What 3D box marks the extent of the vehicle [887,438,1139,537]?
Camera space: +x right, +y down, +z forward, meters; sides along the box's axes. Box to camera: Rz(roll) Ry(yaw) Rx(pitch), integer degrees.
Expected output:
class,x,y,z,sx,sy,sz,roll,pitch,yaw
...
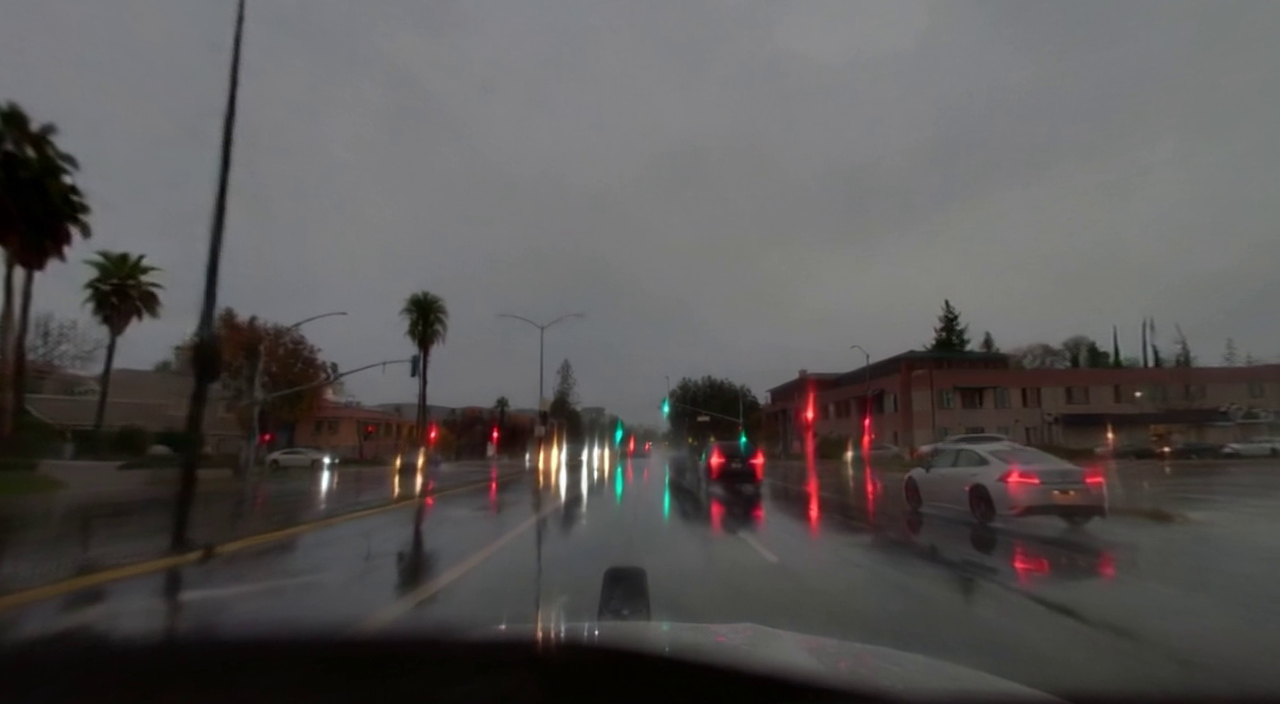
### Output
class,x,y,z,sx,sy,sz,roll,pitch,yaw
vehicle,6.513,2.386,11.802,1.890,1.471,4.566,0,-9,0

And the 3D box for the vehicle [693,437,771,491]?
class,x,y,z,sx,sy,sz,roll,pitch,yaw
vehicle,3.002,3.755,21.533,2.009,1.639,4.267,0,-9,0

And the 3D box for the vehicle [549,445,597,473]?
class,x,y,z,sx,sy,sz,roll,pitch,yaw
vehicle,-3.644,5.890,34.963,2.037,1.472,4.152,0,-9,3

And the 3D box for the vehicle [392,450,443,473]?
class,x,y,z,sx,sy,sz,roll,pitch,yaw
vehicle,-15.534,7.640,44.221,1.902,1.466,4.463,0,-9,0
